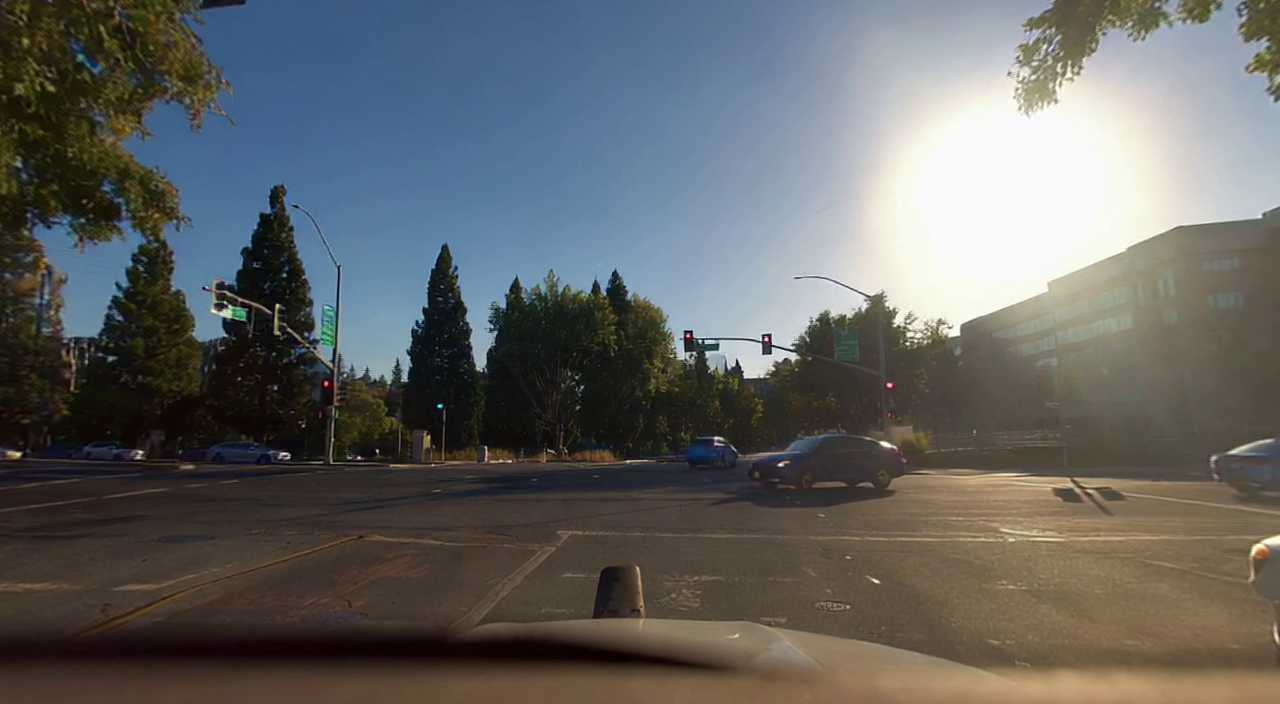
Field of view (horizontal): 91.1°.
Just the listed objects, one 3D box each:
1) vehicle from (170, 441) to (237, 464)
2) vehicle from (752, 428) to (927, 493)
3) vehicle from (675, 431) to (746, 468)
[{"bbox_3d":[-29.139,6.690,42.021,1.696,1.431,3.686,0,-8,3],"label":"vehicle"},{"bbox_3d":[5.996,3.254,19.119,4.580,1.768,2.134,2,-9,-15],"label":"vehicle"},{"bbox_3d":[3.760,5.100,32.933,1.994,1.753,4.346,-5,-10,31],"label":"vehicle"}]
